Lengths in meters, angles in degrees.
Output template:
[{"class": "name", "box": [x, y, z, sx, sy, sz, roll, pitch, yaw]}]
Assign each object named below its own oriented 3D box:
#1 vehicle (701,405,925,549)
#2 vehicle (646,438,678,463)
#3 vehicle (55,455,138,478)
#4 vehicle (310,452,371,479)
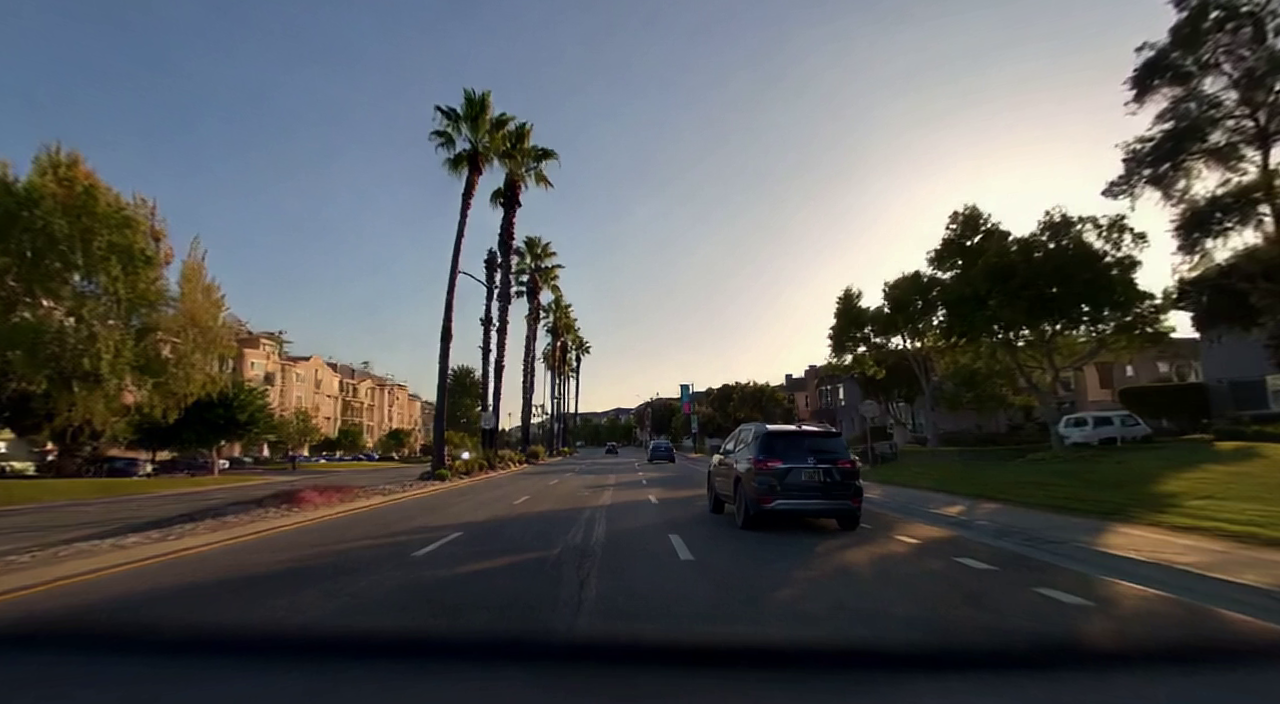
[{"class": "vehicle", "box": [2.431, 1.929, 10.358, 2.195, 1.804, 4.658, 0, -8, -2]}, {"class": "vehicle", "box": [1.651, 7.621, 48.705, 2.172, 1.768, 4.414, 0, -8, -2]}, {"class": "vehicle", "box": [-37.445, 7.860, 43.281, 4.080, 1.476, 1.821, -1, -8, 4]}, {"class": "vehicle", "box": [-17.728, 6.693, 37.408, 2.018, 1.438, 4.448, 1, -8, -9]}]
